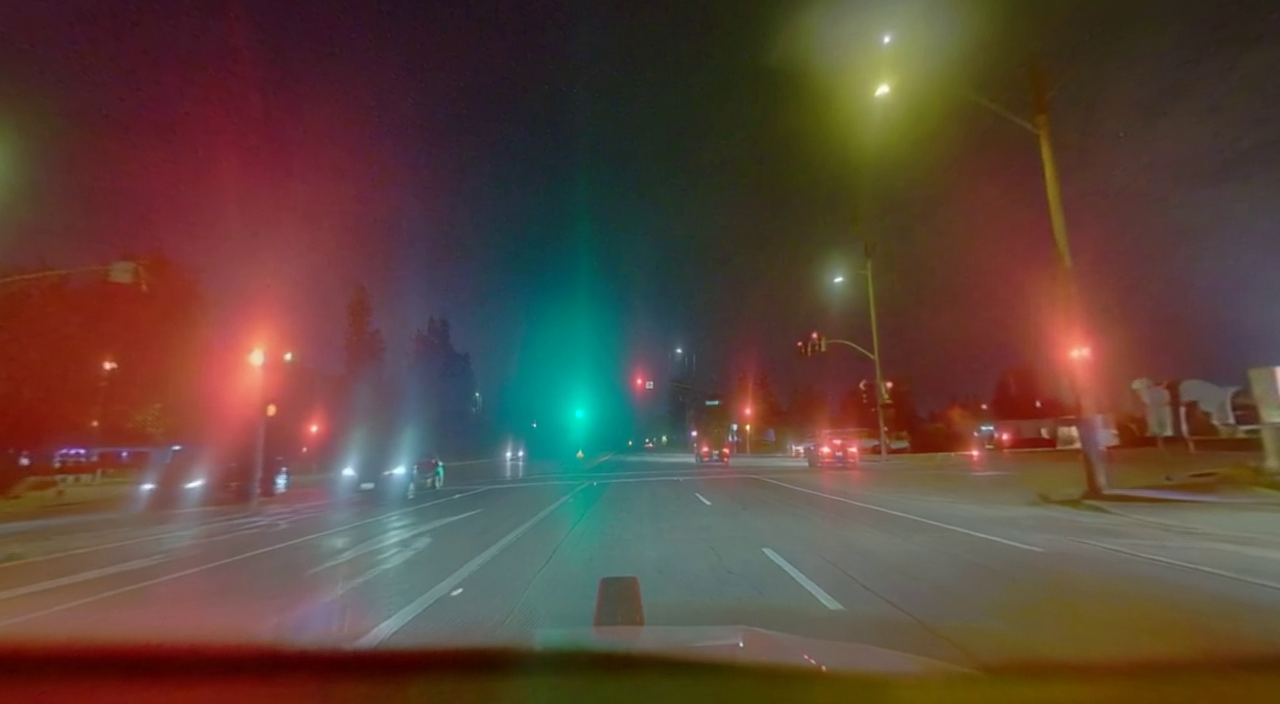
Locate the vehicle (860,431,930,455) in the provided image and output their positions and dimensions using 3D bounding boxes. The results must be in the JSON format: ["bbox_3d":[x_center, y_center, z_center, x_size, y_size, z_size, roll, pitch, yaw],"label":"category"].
[{"bbox_3d":[18.482,6.599,45.803,4.447,1.601,2.033,3,-9,-22],"label":"vehicle"}]

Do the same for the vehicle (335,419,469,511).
[{"bbox_3d":[-6.198,2.980,17.288,2.270,2.068,5.517,1,-9,-9],"label":"vehicle"}]

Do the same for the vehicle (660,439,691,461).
[{"bbox_3d":[2.698,7.611,48.962,1.982,1.605,4.439,0,-8,-1],"label":"vehicle"}]

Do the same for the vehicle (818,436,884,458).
[{"bbox_3d":[16.157,7.258,48.375,4.497,1.594,1.935,3,-9,-23],"label":"vehicle"}]

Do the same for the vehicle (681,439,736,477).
[{"bbox_3d":[3.063,4.791,28.872,1.961,1.580,4.020,0,-8,-1],"label":"vehicle"}]

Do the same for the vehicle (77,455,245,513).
[{"bbox_3d":[-15.350,4.215,20.632,1.931,1.590,4.478,0,-8,1],"label":"vehicle"}]
